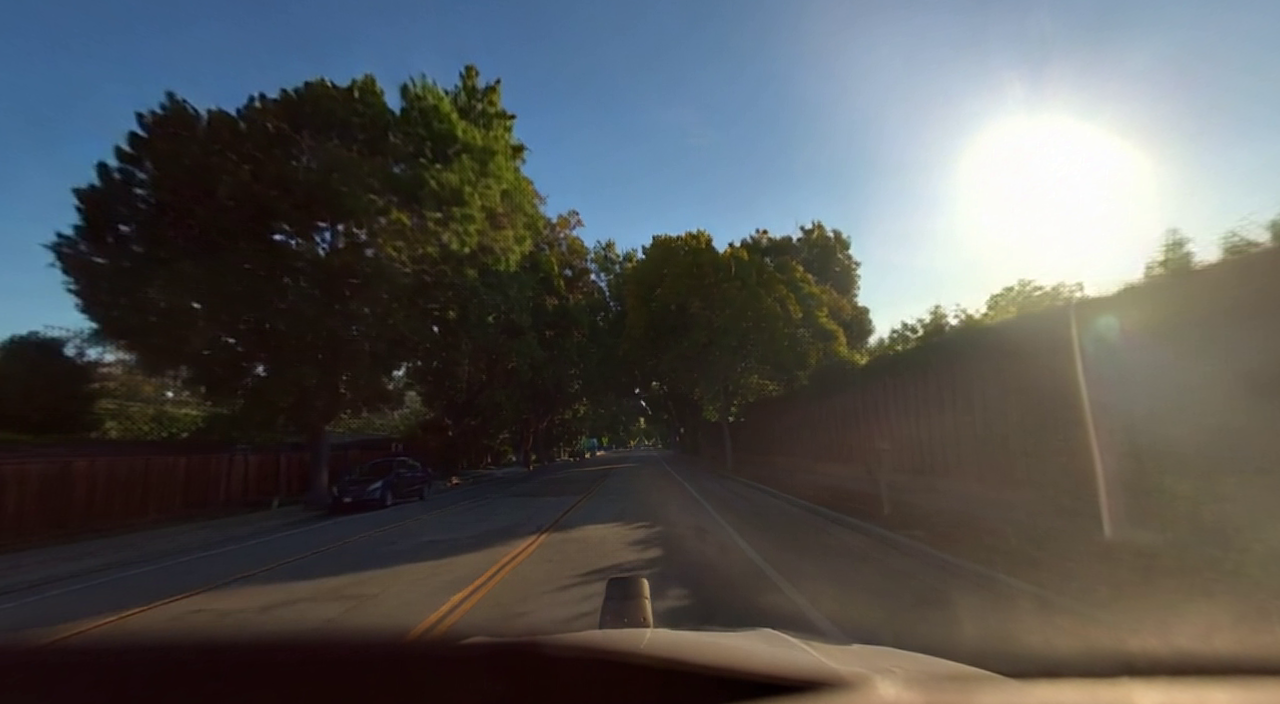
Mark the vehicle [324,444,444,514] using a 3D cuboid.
[{"bbox_3d":[-7.701,3.801,19.408,1.945,1.760,4.021,-3,-8,2],"label":"vehicle"}]
